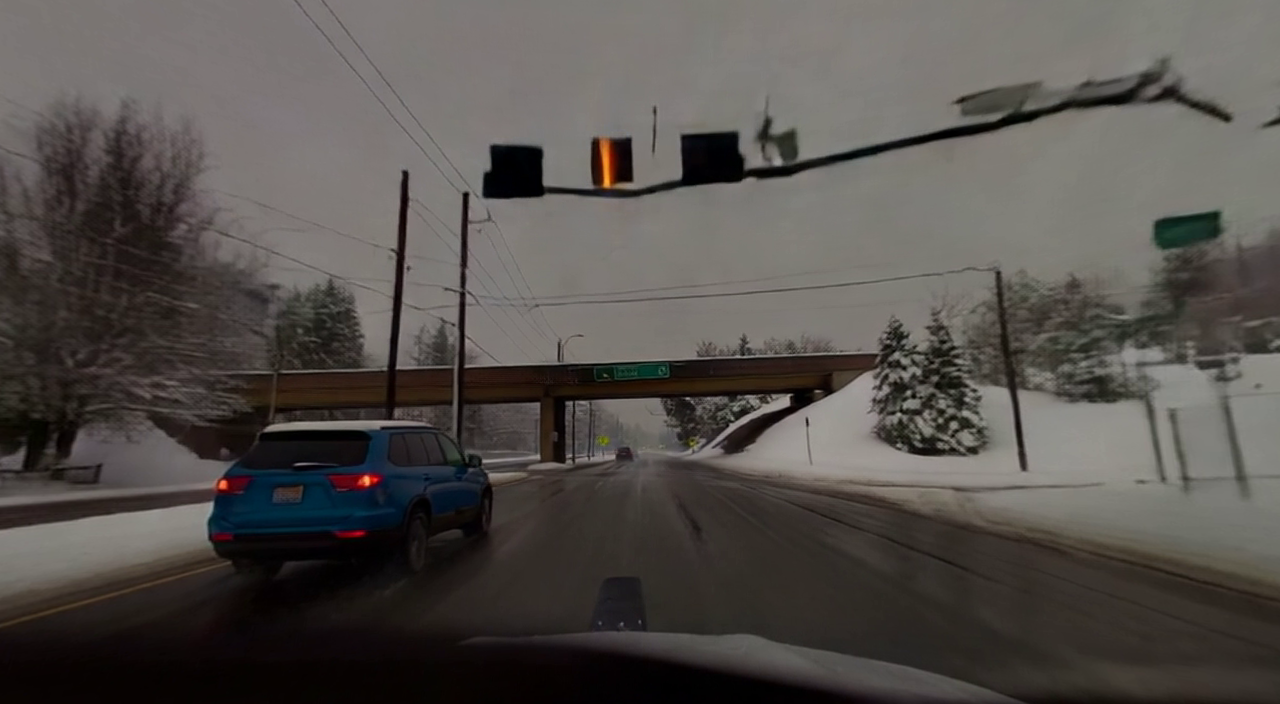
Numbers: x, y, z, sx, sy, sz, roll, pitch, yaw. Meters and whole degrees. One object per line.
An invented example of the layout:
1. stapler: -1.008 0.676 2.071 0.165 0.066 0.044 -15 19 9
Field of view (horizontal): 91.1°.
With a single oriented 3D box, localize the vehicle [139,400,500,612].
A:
1. vehicle: -3.097 1.574 7.342 1.882 1.704 4.335 0 -8 1
